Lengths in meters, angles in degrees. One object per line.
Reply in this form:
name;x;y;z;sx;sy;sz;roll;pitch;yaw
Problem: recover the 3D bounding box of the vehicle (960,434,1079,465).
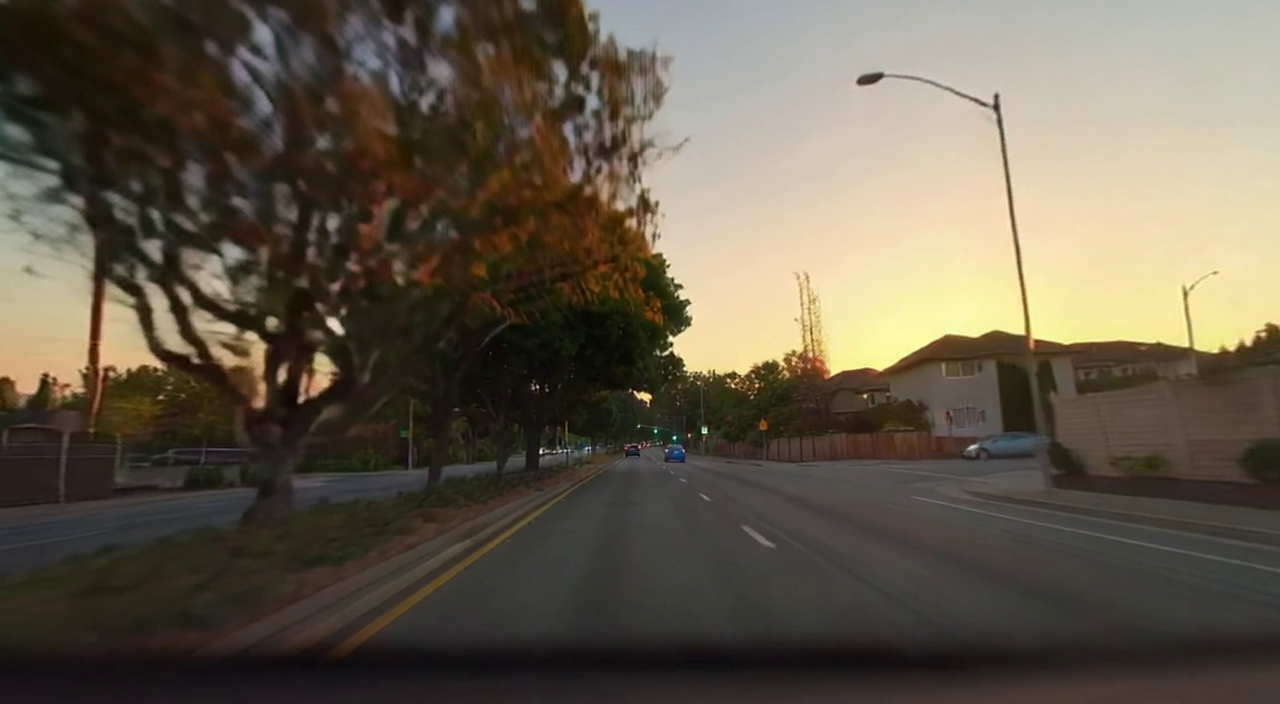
vehicle;18.827;4.854;31.477;4.536;1.453;2.128;0;-8;-1
